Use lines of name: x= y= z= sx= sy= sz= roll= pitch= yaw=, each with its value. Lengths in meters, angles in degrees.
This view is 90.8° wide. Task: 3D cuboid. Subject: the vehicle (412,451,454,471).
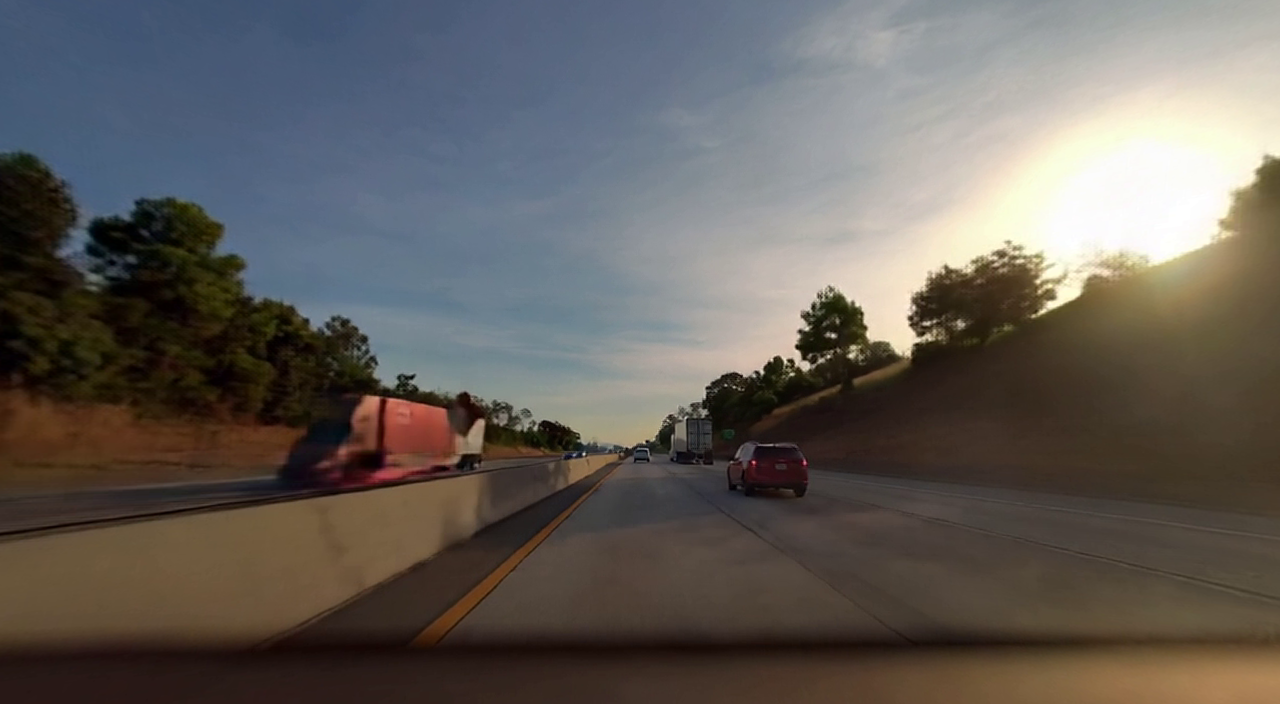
vehicle: x=-15.594 y=8.217 z=47.721 sx=1.856 sy=1.488 sz=4.033 roll=0 pitch=-9 yaw=-1

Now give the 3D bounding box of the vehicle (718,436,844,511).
vehicle: x=3.452 y=3.090 z=16.481 sx=2.130 sy=1.658 sz=4.537 roll=0 pitch=-9 yaw=-2

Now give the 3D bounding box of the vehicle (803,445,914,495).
vehicle: x=7.162 y=3.907 z=21.283 sx=2.024 sy=1.471 sz=4.618 roll=0 pitch=-9 yaw=-1

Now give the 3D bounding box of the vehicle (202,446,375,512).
vehicle: x=-8.917 y=3.228 z=16.588 sx=1.930 sy=1.468 sz=4.495 roll=0 pitch=-9 yaw=0
